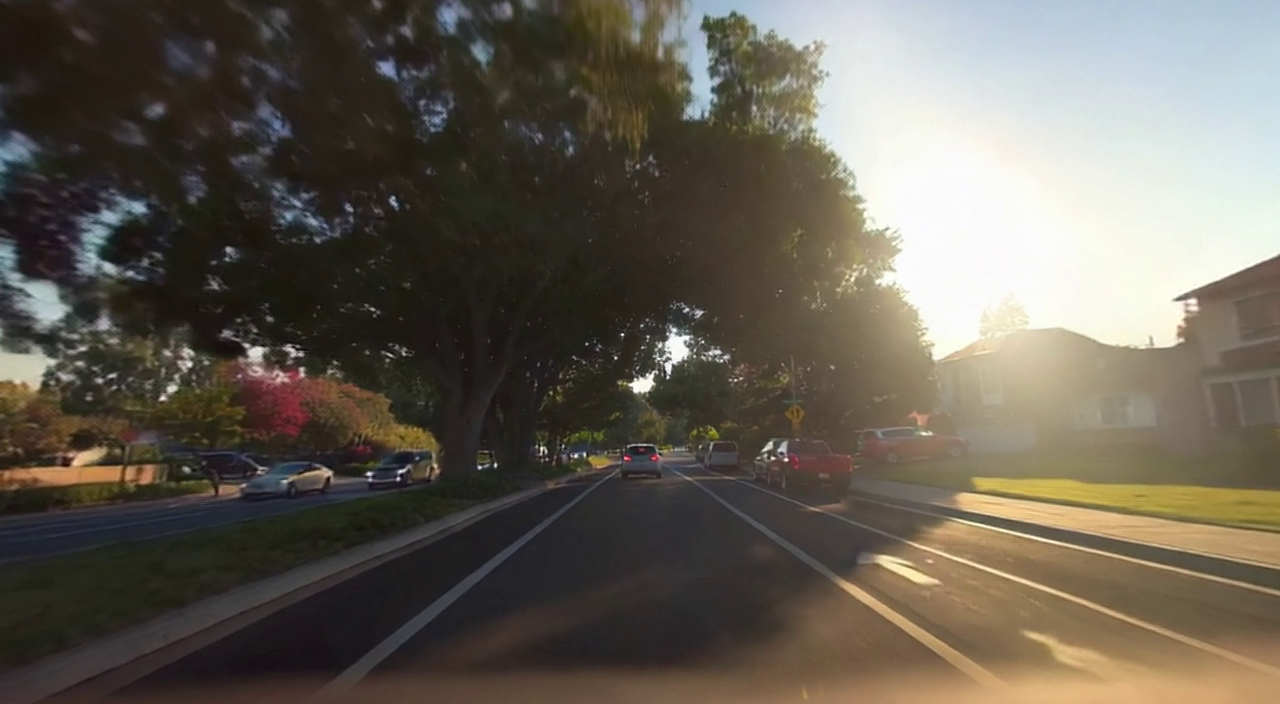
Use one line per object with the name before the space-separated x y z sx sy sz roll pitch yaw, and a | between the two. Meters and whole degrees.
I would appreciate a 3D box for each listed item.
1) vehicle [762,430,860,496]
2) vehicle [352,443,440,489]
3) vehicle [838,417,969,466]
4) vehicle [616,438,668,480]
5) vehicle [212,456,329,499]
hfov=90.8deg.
vehicle | 5.122 3.367 19.656 2.045 1.776 4.851 0 -8 5
vehicle | -10.288 4.801 27.041 2.028 1.759 4.360 0 -8 0
vehicle | 11.921 4.119 28.862 4.919 1.886 2.086 -3 -10 2
vehicle | 0.112 4.578 27.374 2.106 1.655 3.717 0 -8 1
vehicle | -14.365 4.871 24.926 1.840 1.450 4.521 0 -8 1
